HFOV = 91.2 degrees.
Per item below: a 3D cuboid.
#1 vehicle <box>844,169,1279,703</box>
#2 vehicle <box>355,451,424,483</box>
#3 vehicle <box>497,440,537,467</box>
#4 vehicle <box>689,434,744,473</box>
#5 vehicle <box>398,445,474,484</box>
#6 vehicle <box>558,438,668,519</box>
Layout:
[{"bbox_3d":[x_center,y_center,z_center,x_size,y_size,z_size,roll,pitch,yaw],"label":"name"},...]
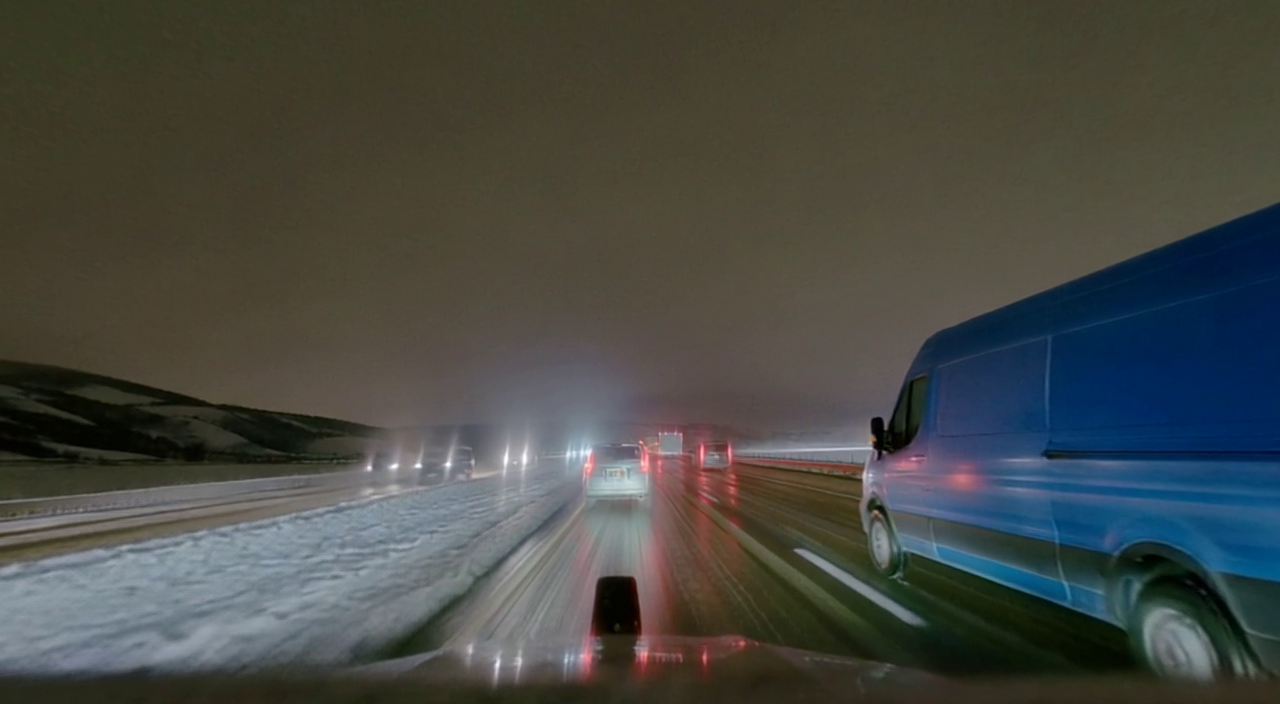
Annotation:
[{"bbox_3d":[3.798,0.799,4.733,2.399,2.421,5.829,0,-9,-1],"label":"vehicle"},{"bbox_3d":[-12.747,5.861,32.167,1.853,1.507,4.226,0,-9,-1],"label":"vehicle"},{"bbox_3d":[-9.335,7.743,47.950,2.106,1.959,4.715,0,-9,0],"label":"vehicle"},{"bbox_3d":[4.102,5.575,34.425,2.261,1.952,4.784,0,-9,-1],"label":"vehicle"},{"bbox_3d":[-8.986,4.997,28.048,1.984,1.571,4.292,0,-9,-1],"label":"vehicle"},{"bbox_3d":[-0.521,2.637,13.530,2.029,1.483,3.769,0,-9,0],"label":"vehicle"}]
